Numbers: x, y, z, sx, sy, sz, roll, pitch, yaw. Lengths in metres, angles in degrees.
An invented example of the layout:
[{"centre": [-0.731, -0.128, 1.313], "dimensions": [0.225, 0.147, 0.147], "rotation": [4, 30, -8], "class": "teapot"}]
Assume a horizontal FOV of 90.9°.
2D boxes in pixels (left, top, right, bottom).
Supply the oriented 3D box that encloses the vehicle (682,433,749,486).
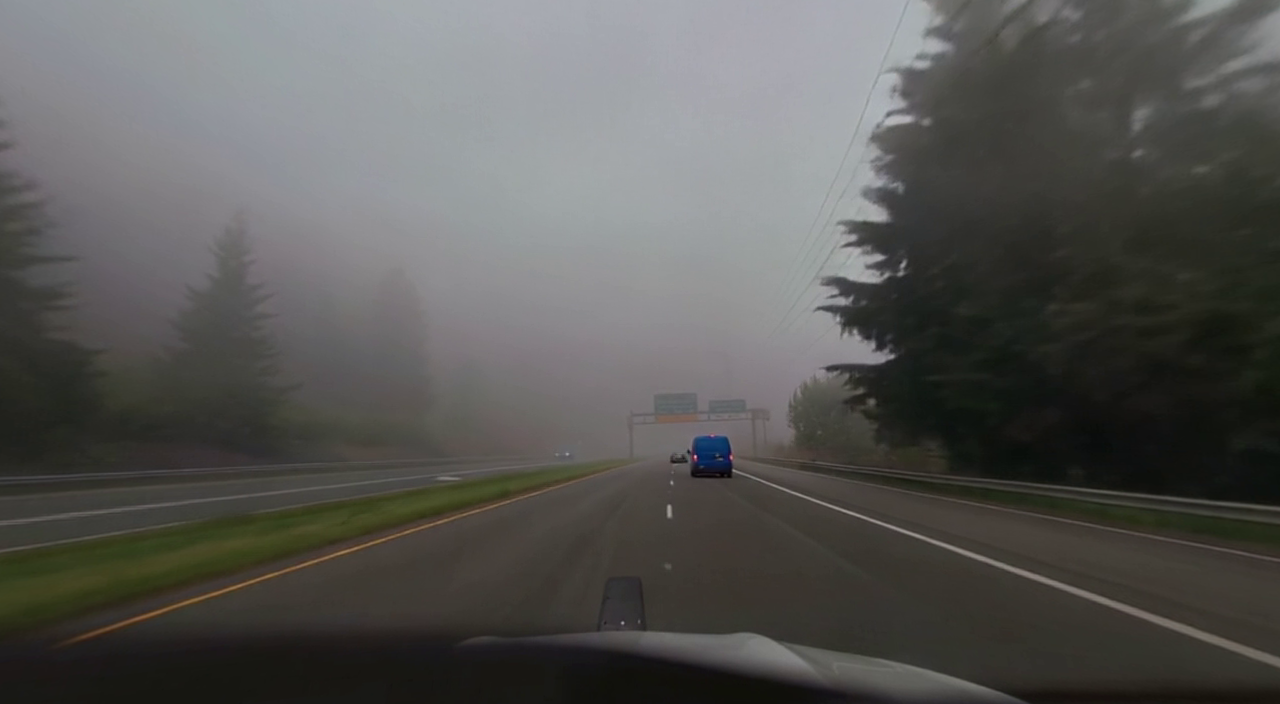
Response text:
[{"centre": [3.017, 4.445, 26.362], "dimensions": [2.261, 1.969, 5.104], "rotation": [0, -9, 1], "class": "vehicle"}]
